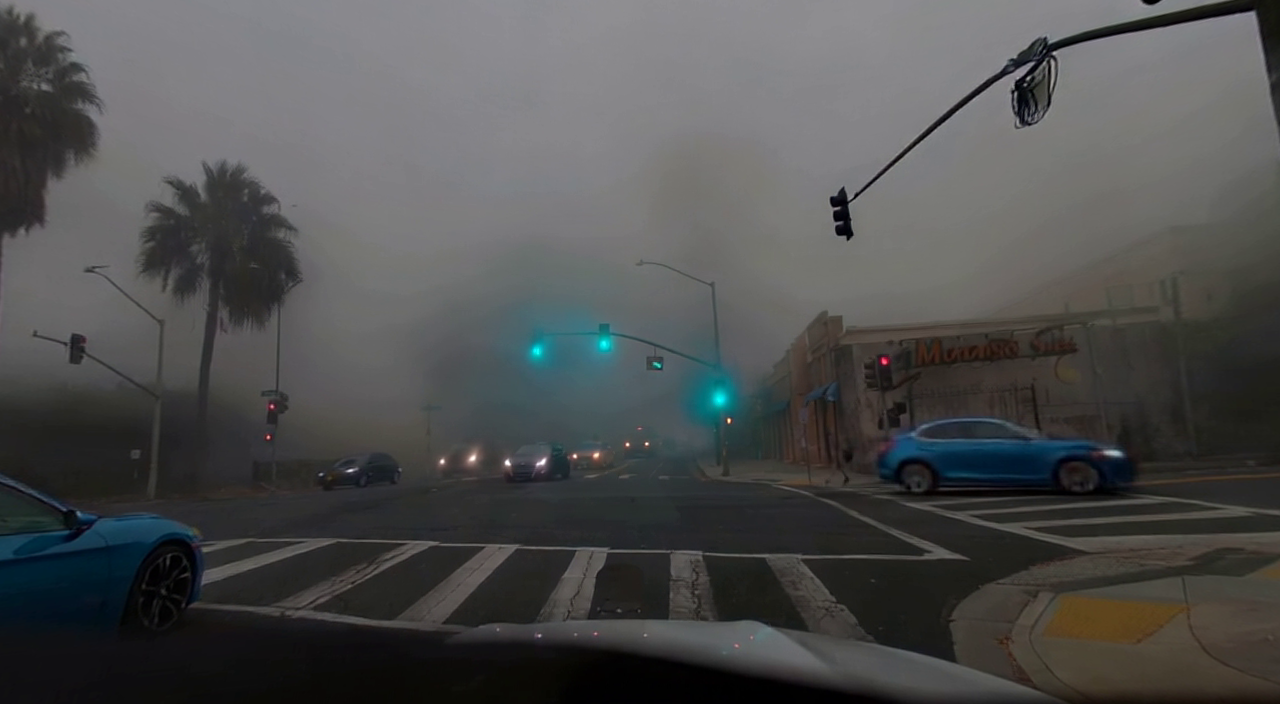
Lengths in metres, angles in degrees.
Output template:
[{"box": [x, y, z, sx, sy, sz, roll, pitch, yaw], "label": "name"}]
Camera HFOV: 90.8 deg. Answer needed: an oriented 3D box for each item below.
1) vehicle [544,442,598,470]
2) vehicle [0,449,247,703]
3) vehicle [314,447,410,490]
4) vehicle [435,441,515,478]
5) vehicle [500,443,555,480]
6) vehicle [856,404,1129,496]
[{"box": [-4.122, 6.341, 38.687, 2.072, 1.613, 4.386, -2, -9, 11], "label": "vehicle"}, {"box": [-3.705, 1.019, 2.252, 1.850, 1.325, 4.295, 0, -9, 0], "label": "vehicle"}, {"box": [-12.828, 5.357, 29.450, 1.870, 1.705, 4.426, -7, -10, 11], "label": "vehicle"}, {"box": [-8.654, 5.837, 33.767, 2.050, 1.792, 5.507, -1, -12, 8], "label": "vehicle"}, {"box": [-4.843, 4.758, 27.753, 1.839, 1.468, 4.549, 0, -9, -3], "label": "vehicle"}, {"box": [7.422, 2.145, 13.862, 4.775, 1.709, 2.092, -4, -10, 25], "label": "vehicle"}]
